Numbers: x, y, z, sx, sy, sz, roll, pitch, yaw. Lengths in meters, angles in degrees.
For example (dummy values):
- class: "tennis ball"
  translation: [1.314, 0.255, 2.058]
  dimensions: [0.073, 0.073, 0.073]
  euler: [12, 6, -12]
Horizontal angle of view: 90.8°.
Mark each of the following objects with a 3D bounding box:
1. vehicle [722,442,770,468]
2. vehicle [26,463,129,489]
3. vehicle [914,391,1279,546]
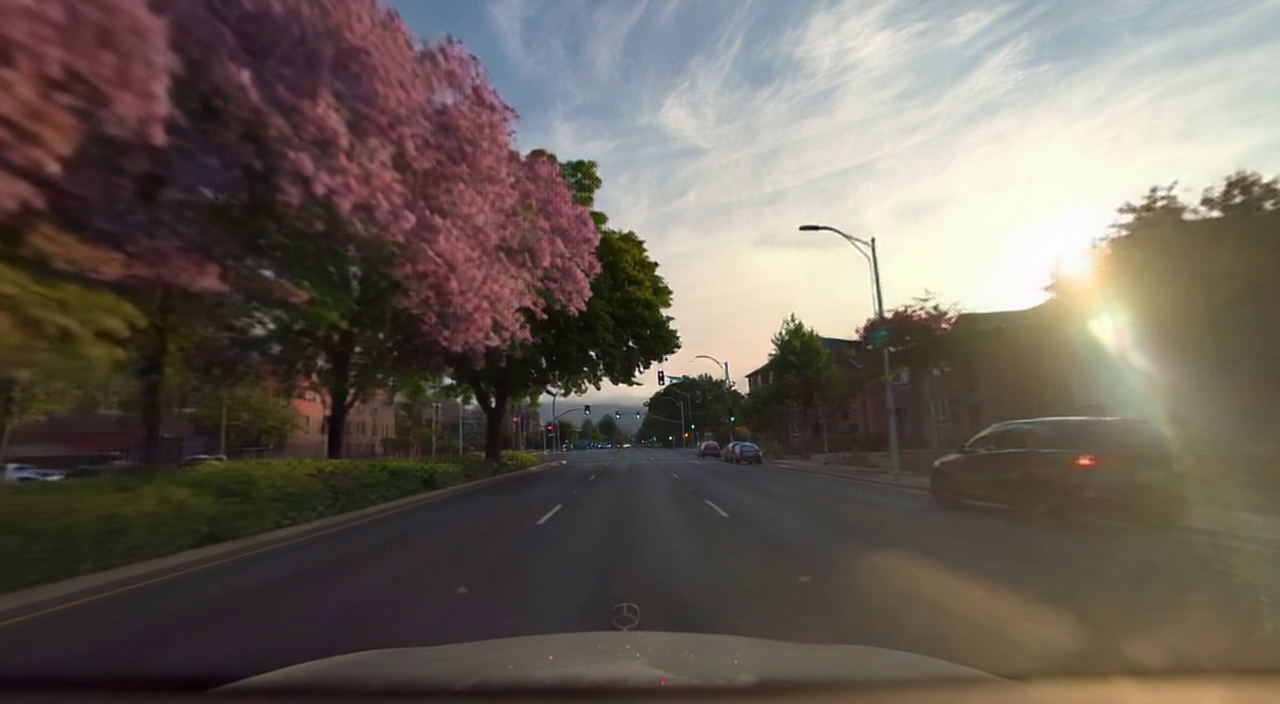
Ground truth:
- class: "vehicle"
  translation: [6.470, 6.358, 39.235]
  dimensions: [1.891, 1.456, 4.909]
  euler: [0, -9, -3]
- class: "vehicle"
  translation: [-34.022, 7.502, 38.327]
  dimensions: [4.077, 1.429, 1.997]
  euler: [3, -9, -18]
- class: "vehicle"
  translation: [6.941, 1.807, 10.392]
  dimensions: [2.450, 1.892, 5.107]
  euler: [0, -9, -2]
